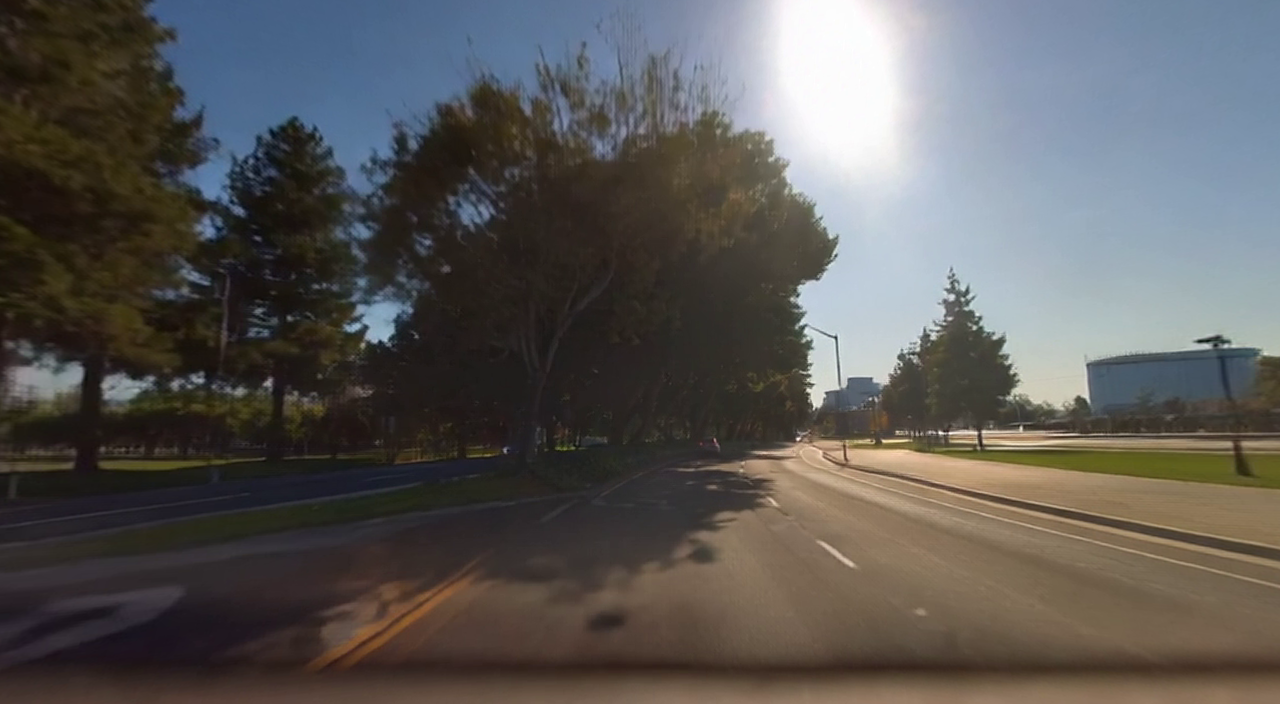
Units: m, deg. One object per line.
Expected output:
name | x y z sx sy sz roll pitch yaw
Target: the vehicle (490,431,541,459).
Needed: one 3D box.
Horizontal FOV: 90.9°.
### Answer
vehicle | -9.079 6.858 46.594 2.080 1.984 4.778 -2 -8 10
